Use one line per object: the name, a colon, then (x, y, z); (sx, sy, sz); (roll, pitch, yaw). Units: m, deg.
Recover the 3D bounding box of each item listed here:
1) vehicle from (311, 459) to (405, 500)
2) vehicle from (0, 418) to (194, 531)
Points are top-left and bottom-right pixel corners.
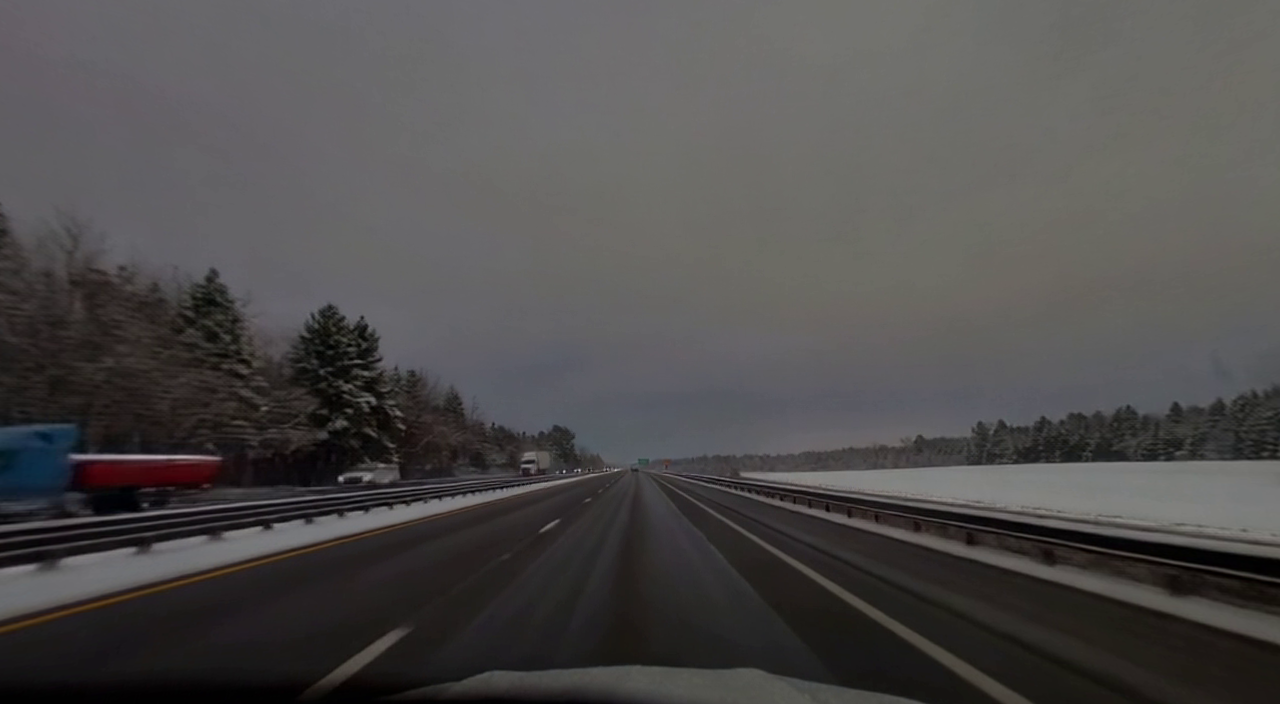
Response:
vehicle: (-12.028, 5.472, 27.249); (1.928, 1.546, 4.475); (1, -10, 0)
vehicle: (-16.478, 3.474, 18.204); (2.614, 2.682, 5.913); (1, -10, 1)
